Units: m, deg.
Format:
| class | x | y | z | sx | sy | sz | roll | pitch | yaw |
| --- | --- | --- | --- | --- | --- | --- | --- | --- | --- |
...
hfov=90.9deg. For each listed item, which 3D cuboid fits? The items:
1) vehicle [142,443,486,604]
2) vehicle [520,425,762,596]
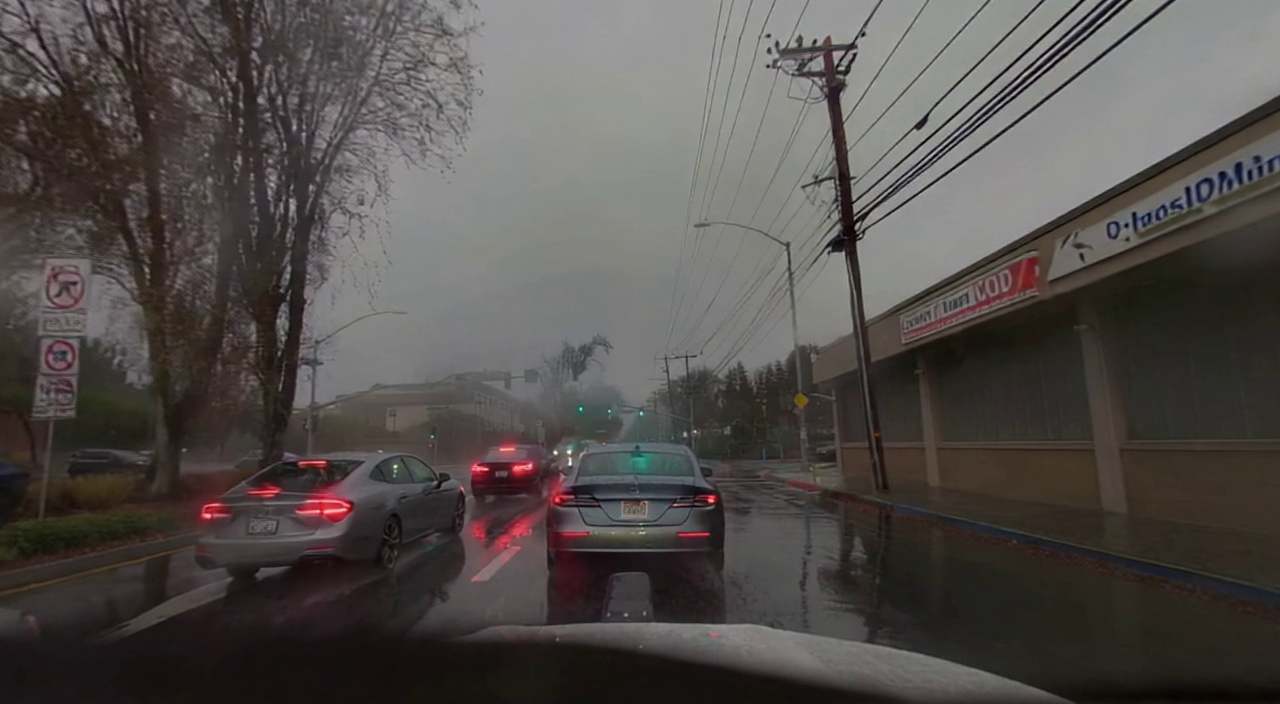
| class | x | y | z | sx | sy | sz | roll | pitch | yaw |
| --- | --- | --- | --- | --- | --- | --- | --- | --- | --- |
| vehicle | -3.228 | 1.735 | 7.322 | 1.765 | 1.319 | 4.013 | 0 | -9 | 2 |
| vehicle | -0.004 | 1.678 | 7.535 | 2.101 | 1.469 | 3.955 | 0 | -9 | 0 |
